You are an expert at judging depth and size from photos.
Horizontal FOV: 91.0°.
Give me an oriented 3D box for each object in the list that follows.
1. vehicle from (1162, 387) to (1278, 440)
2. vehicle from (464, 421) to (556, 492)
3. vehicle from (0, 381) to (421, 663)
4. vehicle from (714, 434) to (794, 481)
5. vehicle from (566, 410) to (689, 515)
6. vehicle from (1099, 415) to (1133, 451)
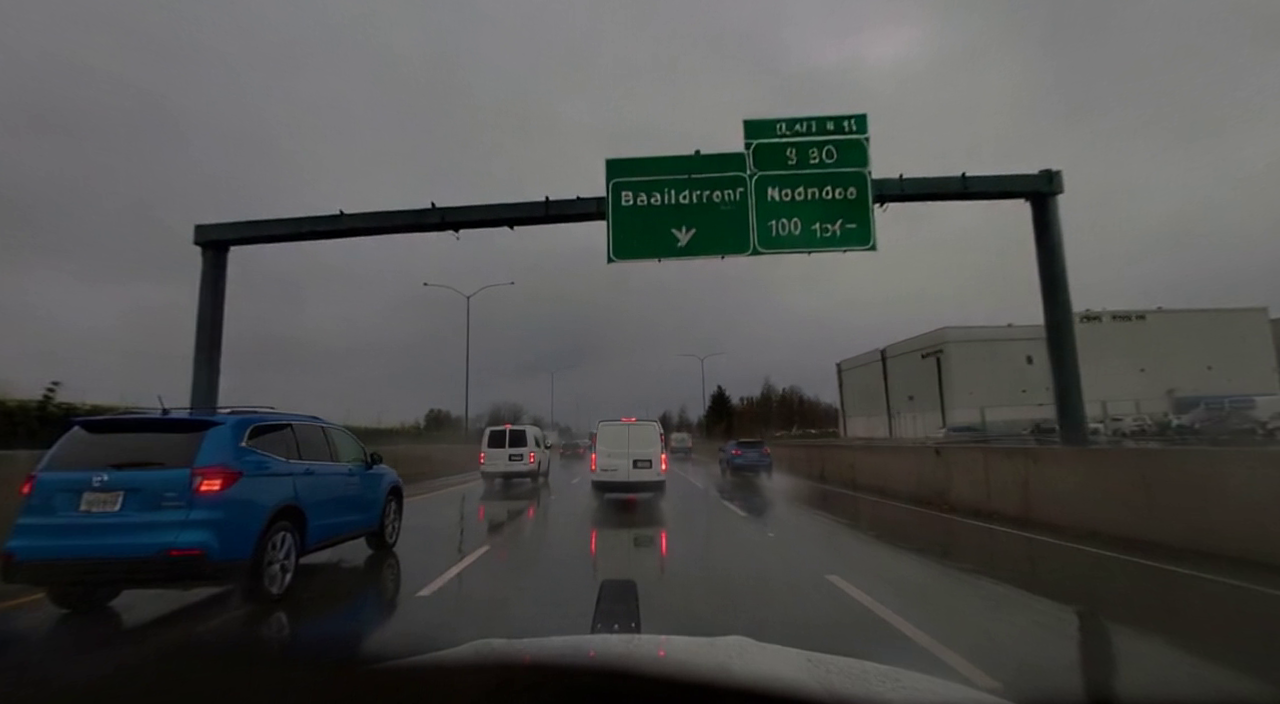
[{"bbox_3d":[36.267,3.959,39.623,2.528,3.094,4.804,-1,-8,1],"label":"vehicle"},{"bbox_3d":[-3.928,3.234,19.828,2.038,1.936,4.300,0,-8,-1],"label":"vehicle"},{"bbox_3d":[-3.844,1.344,6.077,1.972,1.703,4.333,0,-8,-1],"label":"vehicle"},{"bbox_3d":[3.967,3.724,22.521,1.999,1.494,3.833,0,-8,-2],"label":"vehicle"},{"bbox_3d":[-0.300,2.361,13.960,2.304,1.925,4.282,0,-8,-2],"label":"vehicle"},{"bbox_3d":[30.771,5.234,40.712,1.480,2.238,1.864,-6,-10,35],"label":"vehicle"}]
